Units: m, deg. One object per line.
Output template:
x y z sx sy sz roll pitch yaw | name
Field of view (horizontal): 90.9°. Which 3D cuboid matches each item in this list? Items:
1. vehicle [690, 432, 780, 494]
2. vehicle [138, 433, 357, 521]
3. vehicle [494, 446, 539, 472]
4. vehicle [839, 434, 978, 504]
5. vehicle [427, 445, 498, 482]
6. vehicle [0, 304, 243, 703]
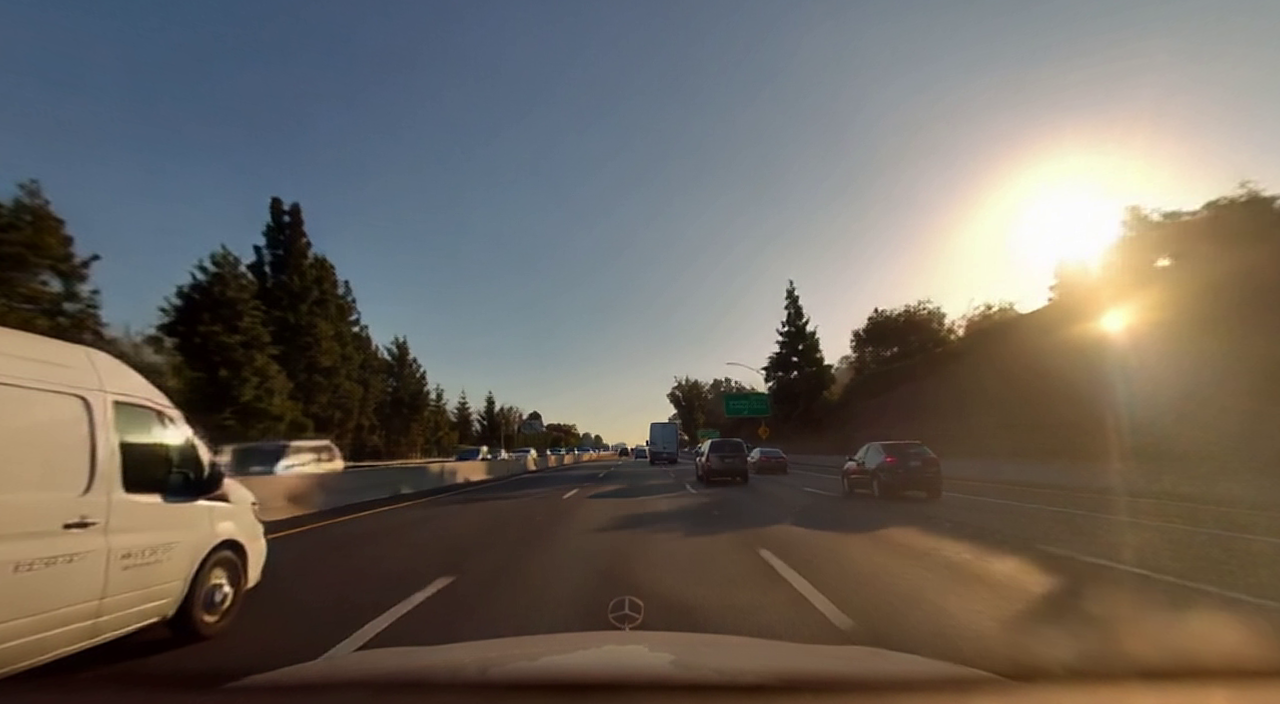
3.074 3.726 21.529 2.209 1.862 4.717 0 -8 -1 | vehicle
-8.562 2.730 14.399 2.112 1.672 4.433 0 -8 0 | vehicle
-8.148 7.086 42.092 2.081 1.656 4.378 0 -8 0 | vehicle
7.326 3.210 17.767 1.976 1.703 4.288 0 -8 -1 | vehicle
-8.247 5.190 29.744 1.959 1.584 4.421 0 -8 1 | vehicle
-3.837 0.594 1.554 2.159 1.922 5.345 0 -8 1 | vehicle
